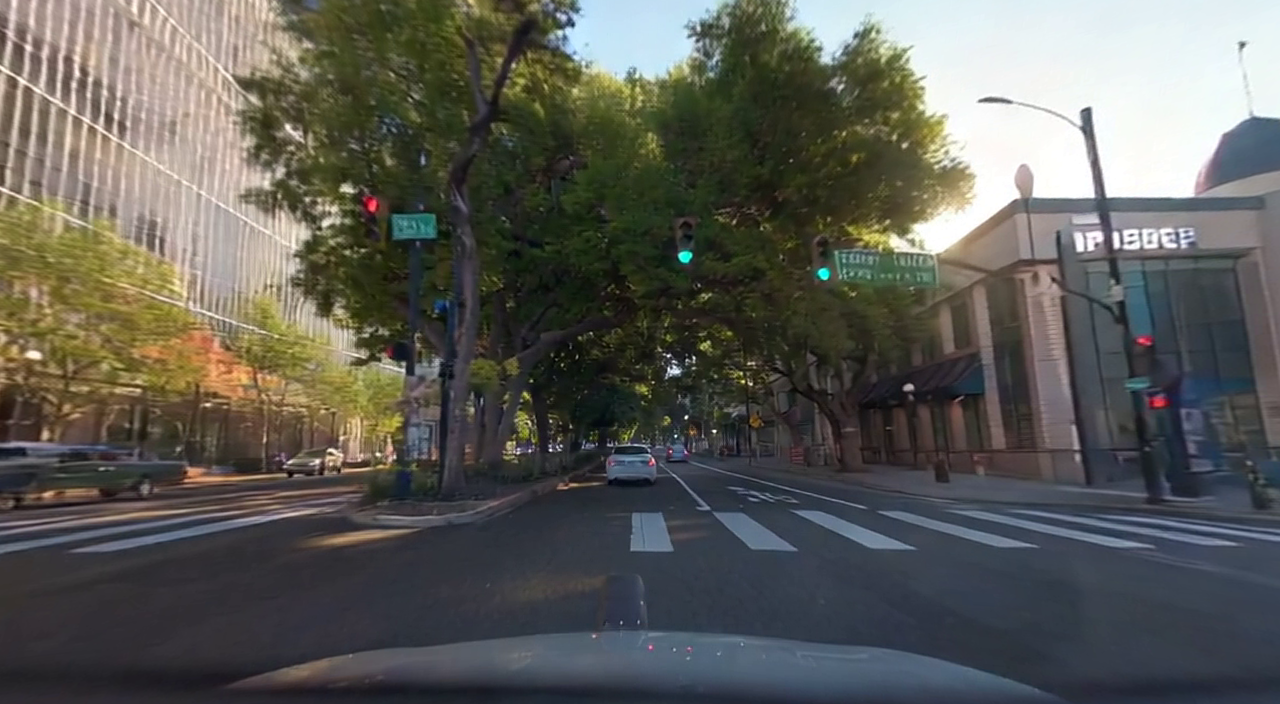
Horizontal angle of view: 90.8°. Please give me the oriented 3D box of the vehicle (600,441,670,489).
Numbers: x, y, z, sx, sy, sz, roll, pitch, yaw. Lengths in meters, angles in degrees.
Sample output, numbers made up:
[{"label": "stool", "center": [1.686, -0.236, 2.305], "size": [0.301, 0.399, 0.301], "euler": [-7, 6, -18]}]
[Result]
[{"label": "vehicle", "center": [-0.181, 3.828, 21.824], "size": [2.144, 1.398, 3.963], "euler": [2, -8, -1]}]

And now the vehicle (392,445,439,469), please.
[{"label": "vehicle", "center": [-17.186, 8.019, 48.617], "size": [2.055, 1.577, 4.710], "euler": [-4, -8, -2]}]

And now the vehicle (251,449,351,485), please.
[{"label": "vehicle", "center": [-16.215, 5.506, 30.618], "size": [2.017, 1.315, 5.374], "euler": [-5, -8, -1]}]

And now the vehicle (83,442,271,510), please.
[{"label": "vehicle", "center": [-12.315, 3.271, 17.245], "size": [2.000, 1.507, 4.286], "euler": [-2, -8, -2]}]

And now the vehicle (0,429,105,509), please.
[{"label": "vehicle", "center": [-15.663, 2.774, 14.800], "size": [2.119, 1.815, 4.795], "euler": [-3, -8, -1]}]
